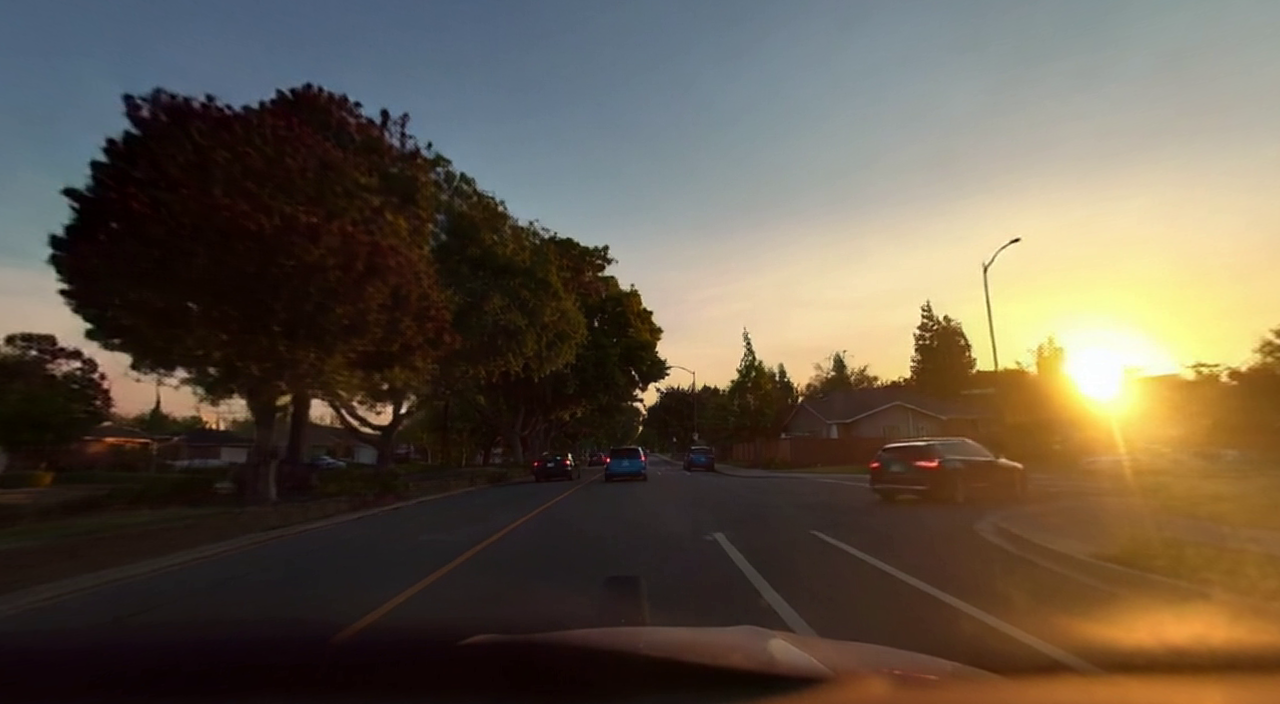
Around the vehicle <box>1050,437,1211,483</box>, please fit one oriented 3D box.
[{"bbox_3d":[18.973,4.190,24.460,4.532,1.674,2.051,0,-9,-1],"label":"vehicle"}]

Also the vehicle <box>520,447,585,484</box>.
[{"bbox_3d":[-3.640,4.818,27.018,2.032,1.433,4.458,0,-8,1],"label":"vehicle"}]

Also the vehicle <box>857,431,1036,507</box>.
[{"bbox_3d":[8.086,2.972,16.404,4.820,1.677,2.192,7,-11,-38],"label":"vehicle"}]

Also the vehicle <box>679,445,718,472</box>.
[{"bbox_3d":[4.090,7.532,44.643,2.332,1.769,4.518,0,-8,1],"label":"vehicle"}]

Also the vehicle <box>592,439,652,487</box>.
[{"bbox_3d":[-0.634,4.422,25.345,2.220,1.742,4.047,0,-8,1],"label":"vehicle"}]
